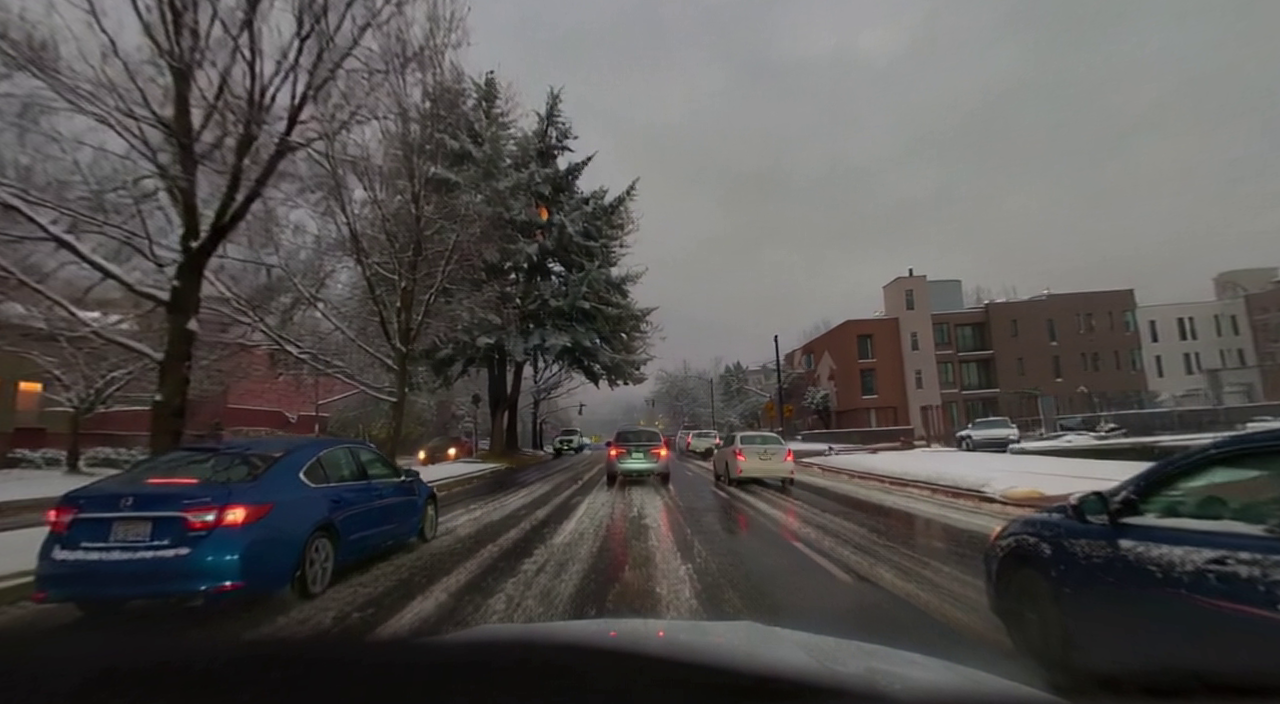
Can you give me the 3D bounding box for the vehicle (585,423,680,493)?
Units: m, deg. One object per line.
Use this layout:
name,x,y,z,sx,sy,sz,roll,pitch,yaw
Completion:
vehicle,-0.217,2.873,17.349,2.293,1.662,4.262,0,-8,-1

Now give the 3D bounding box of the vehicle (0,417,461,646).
vehicle,-3.548,1.502,6.433,1.997,1.479,4.547,0,-8,1

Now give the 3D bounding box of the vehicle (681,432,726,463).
vehicle,3.605,5.553,36.464,2.067,1.687,4.163,0,-8,-2

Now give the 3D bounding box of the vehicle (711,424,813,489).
vehicle,3.425,3.053,18.601,2.019,1.675,4.488,0,-8,-1

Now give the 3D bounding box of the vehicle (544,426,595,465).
vehicle,-3.880,5.301,35.714,2.246,2.062,5.123,0,-8,1

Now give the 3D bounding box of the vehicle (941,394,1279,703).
vehicle,3.382,0.940,2.579,2.060,1.474,4.475,0,-8,0
